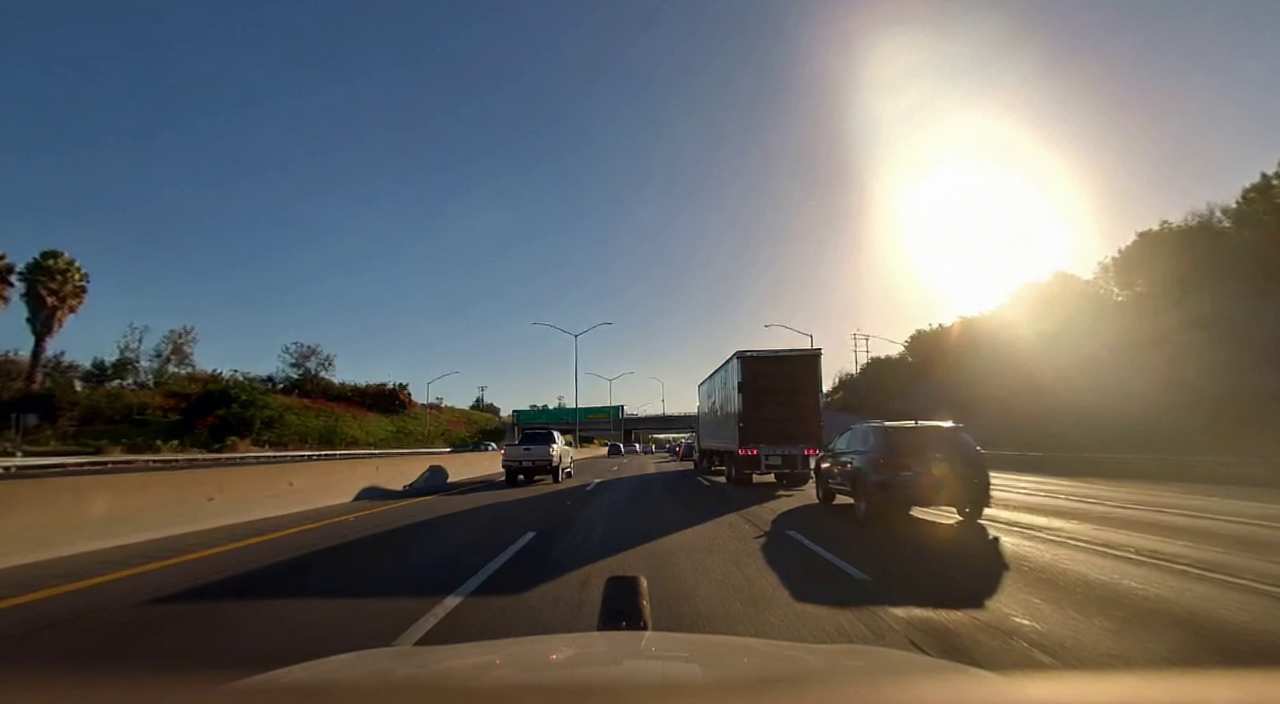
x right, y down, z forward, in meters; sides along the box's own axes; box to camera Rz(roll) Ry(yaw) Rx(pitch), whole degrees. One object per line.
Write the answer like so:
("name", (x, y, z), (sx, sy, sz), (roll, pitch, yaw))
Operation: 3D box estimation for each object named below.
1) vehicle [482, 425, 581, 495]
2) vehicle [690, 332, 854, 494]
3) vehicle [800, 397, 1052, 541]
("vehicle", (-2.923, 3.042, 18.053), (2.006, 1.741, 4.277), (-1, -9, 1))
("vehicle", (4.013, 2.731, 24.173), (2.903, 4.190, 15.630), (0, -9, 0))
("vehicle", (4.017, 1.738, 9.802), (1.984, 1.737, 4.064), (0, -9, 0))
